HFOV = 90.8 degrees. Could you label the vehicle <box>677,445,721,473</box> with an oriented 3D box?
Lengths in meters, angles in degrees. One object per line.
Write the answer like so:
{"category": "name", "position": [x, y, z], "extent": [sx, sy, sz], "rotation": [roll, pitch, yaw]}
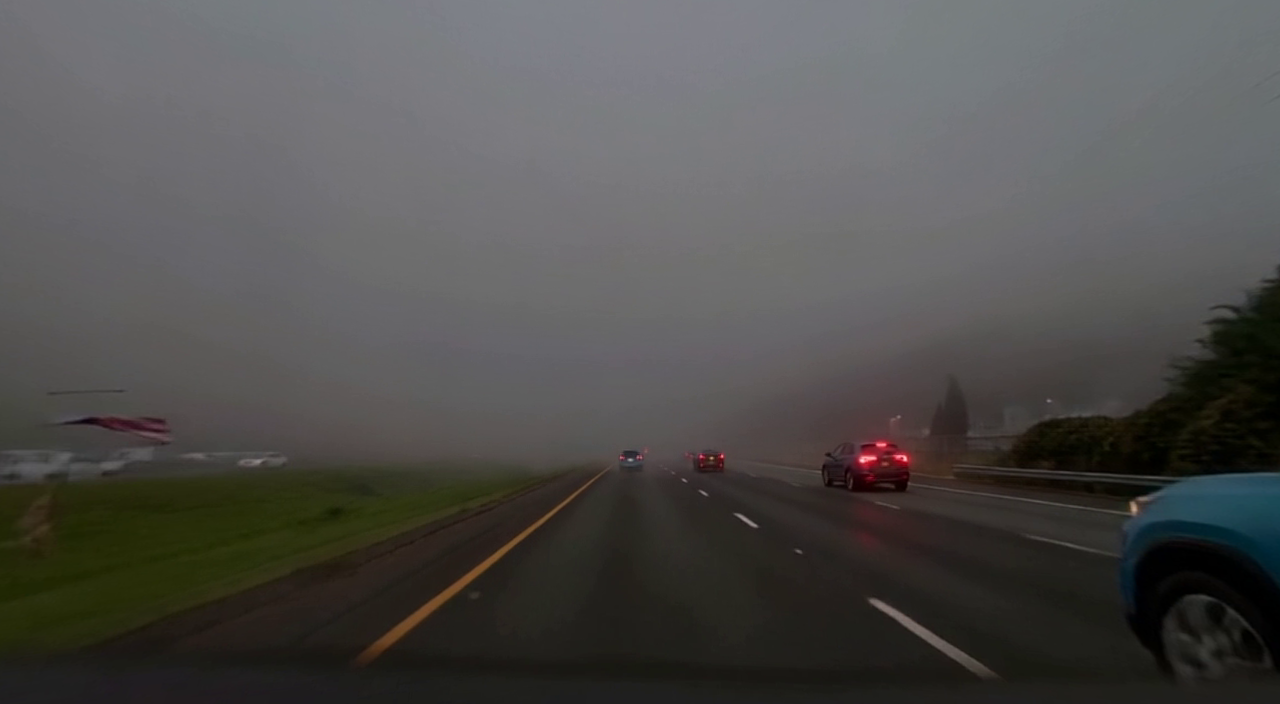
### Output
{"category": "vehicle", "position": [3.313, 6.091, 36.145], "extent": [1.978, 1.488, 4.252], "rotation": [0, -8, -2]}

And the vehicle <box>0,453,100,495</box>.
{"category": "vehicle", "position": [-24.633, 4.821, 25.341], "extent": [1.913, 1.482, 4.512], "rotation": [0, -8, 0]}

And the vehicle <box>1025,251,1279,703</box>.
{"category": "vehicle", "position": [3.655, 0.400, 0.778], "extent": [2.461, 2.013, 6.075], "rotation": [0, -8, -1]}

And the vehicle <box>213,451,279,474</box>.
{"category": "vehicle", "position": [-29.059, 8.151, 46.806], "extent": [2.040, 1.608, 4.477], "rotation": [0, -8, -1]}

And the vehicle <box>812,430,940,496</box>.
{"category": "vehicle", "position": [7.250, 3.457, 20.071], "extent": [2.114, 1.800, 4.779], "rotation": [0, -8, -1]}

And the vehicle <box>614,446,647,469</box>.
{"category": "vehicle", "position": [-0.605, 6.922, 41.628], "extent": [2.085, 1.449, 3.860], "rotation": [0, -8, -1]}
